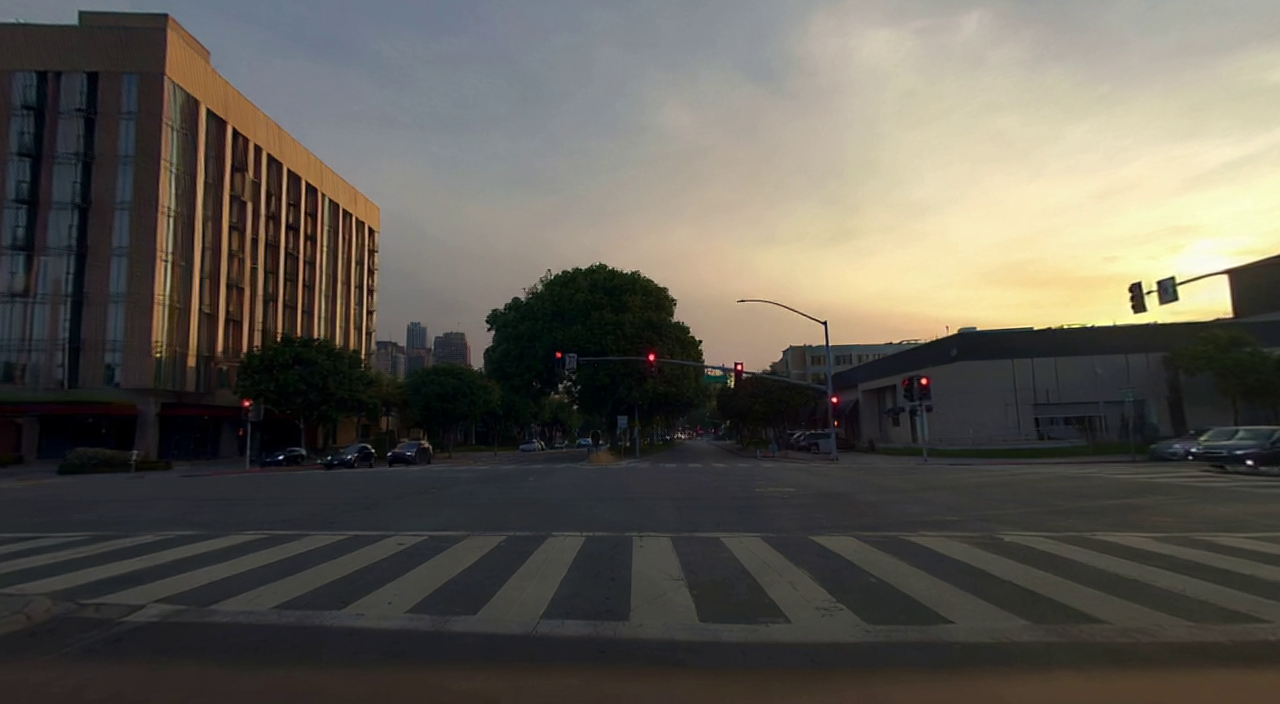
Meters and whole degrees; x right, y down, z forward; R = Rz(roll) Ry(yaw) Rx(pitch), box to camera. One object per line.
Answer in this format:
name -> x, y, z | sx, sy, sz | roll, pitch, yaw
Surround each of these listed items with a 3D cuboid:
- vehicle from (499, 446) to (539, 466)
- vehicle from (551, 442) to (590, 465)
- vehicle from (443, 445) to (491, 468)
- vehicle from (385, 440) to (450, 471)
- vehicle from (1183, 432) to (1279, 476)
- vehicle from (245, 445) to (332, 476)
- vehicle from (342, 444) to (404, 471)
vehicle -> -8.111, 7.010, 42.609 | 1.910, 1.321, 3.692 | 0, -9, 1
vehicle -> -4.533, 6.708, 41.674 | 1.954, 1.431, 4.050 | 0, -9, 2
vehicle -> -11.638, 7.069, 42.706 | 1.911, 1.476, 4.297 | -1, -9, 2
vehicle -> -15.141, 7.039, 43.157 | 2.340, 1.946, 5.450 | 0, -9, 1
vehicle -> 22.315, 3.578, 22.241 | 4.474, 1.477, 1.908 | 0, -9, -3
vehicle -> -22.331, 6.883, 40.207 | 2.032, 1.839, 4.884 | -2, -9, 12
vehicle -> -18.554, 7.344, 44.005 | 2.237, 1.801, 4.541 | 0, -9, 1
